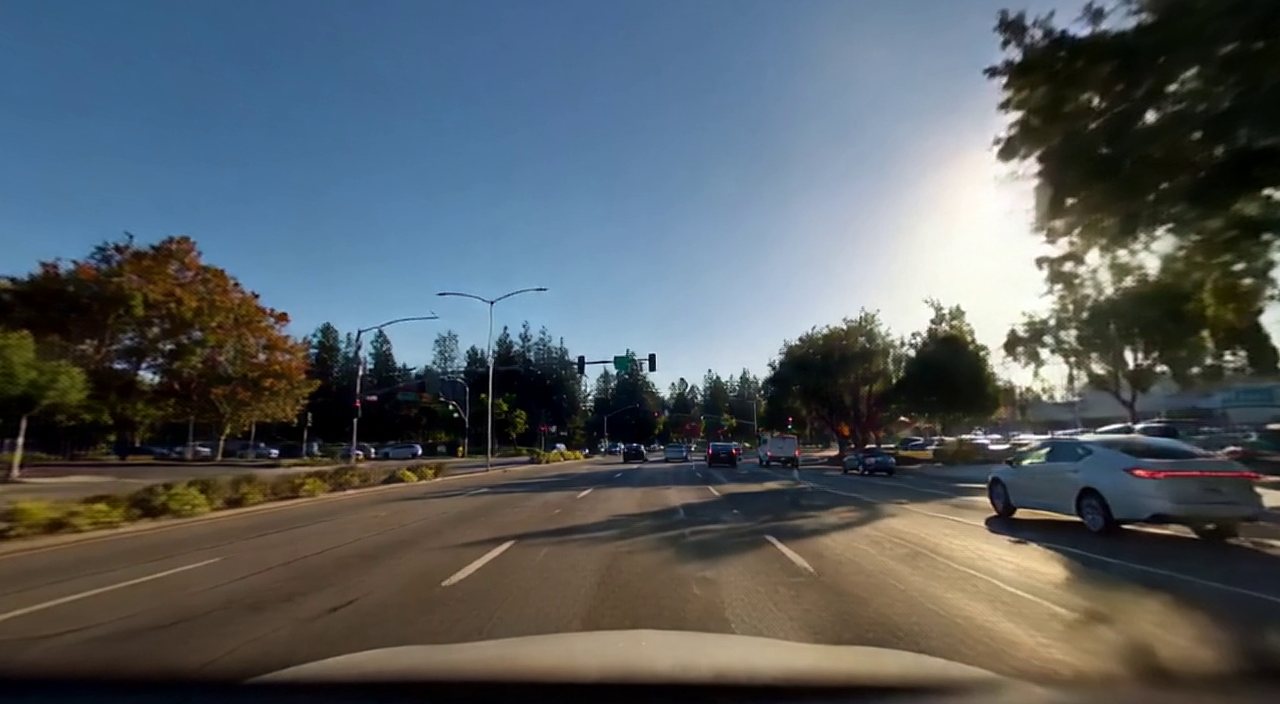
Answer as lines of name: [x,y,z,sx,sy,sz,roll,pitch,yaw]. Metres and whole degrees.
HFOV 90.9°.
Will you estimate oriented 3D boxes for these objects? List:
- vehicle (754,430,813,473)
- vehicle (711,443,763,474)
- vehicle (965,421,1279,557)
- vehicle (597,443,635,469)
vehicle: [7.969,5.606,35.484,2.186,2.202,5.426,0,-9,2]
vehicle: [5.138,5.718,34.056,2.292,1.563,4.734,-1,-9,2]
vehicle: [7.412,2.011,10.075,2.051,1.620,4.702,-1,-8,2]
vehicle: [-1.485,6.732,40.887,1.958,1.542,4.175,-1,-9,5]
